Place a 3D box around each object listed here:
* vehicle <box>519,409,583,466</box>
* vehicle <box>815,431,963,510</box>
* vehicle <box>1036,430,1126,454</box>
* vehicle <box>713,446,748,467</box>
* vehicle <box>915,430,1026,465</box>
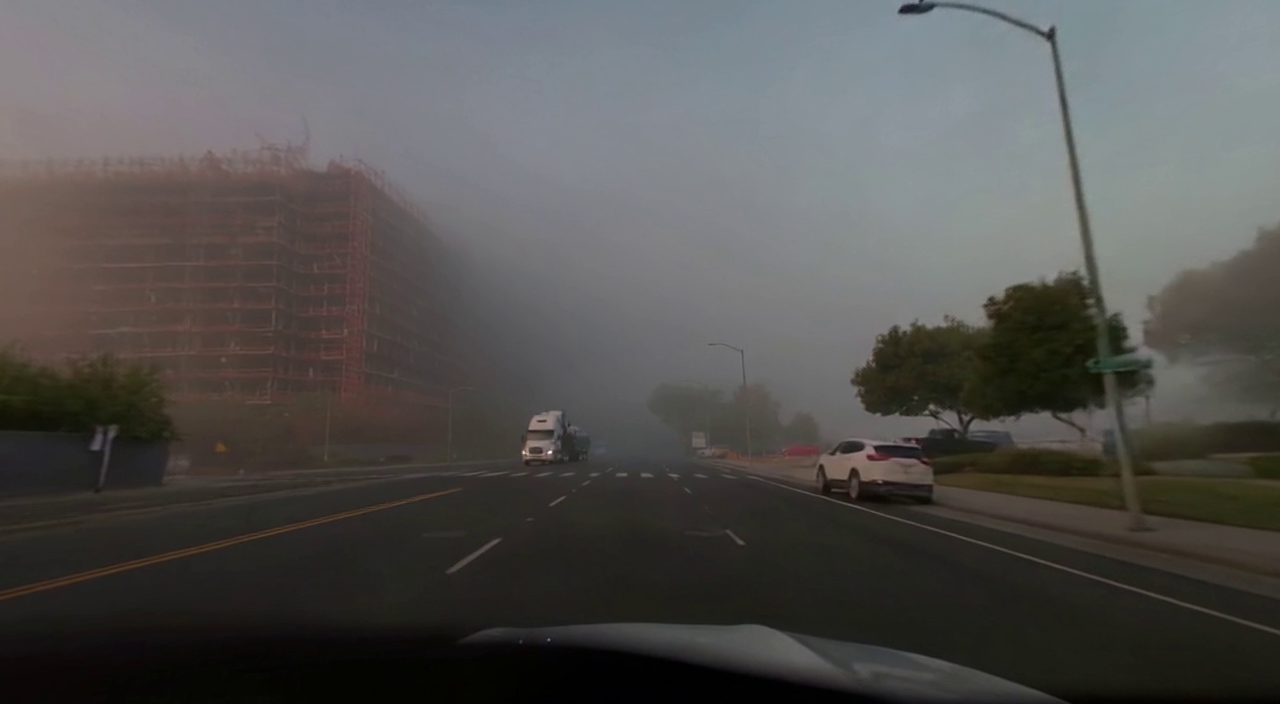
[{"bbox_3d":[-6.722,6.748,49.247,3.071,3.982,10.729,0,-8,2],"label":"vehicle"},{"bbox_3d":[6.708,3.227,17.659,2.169,1.880,4.849,0,-9,0],"label":"vehicle"},{"bbox_3d":[29.544,6.026,42.145,4.455,1.607,1.950,0,-7,2],"label":"vehicle"},{"bbox_3d":[6.881,7.990,48.158,1.933,1.488,4.736,0,-8,0],"label":"vehicle"},{"bbox_3d":[16.595,4.818,31.646,4.422,1.677,2.004,0,-9,-1],"label":"vehicle"}]
